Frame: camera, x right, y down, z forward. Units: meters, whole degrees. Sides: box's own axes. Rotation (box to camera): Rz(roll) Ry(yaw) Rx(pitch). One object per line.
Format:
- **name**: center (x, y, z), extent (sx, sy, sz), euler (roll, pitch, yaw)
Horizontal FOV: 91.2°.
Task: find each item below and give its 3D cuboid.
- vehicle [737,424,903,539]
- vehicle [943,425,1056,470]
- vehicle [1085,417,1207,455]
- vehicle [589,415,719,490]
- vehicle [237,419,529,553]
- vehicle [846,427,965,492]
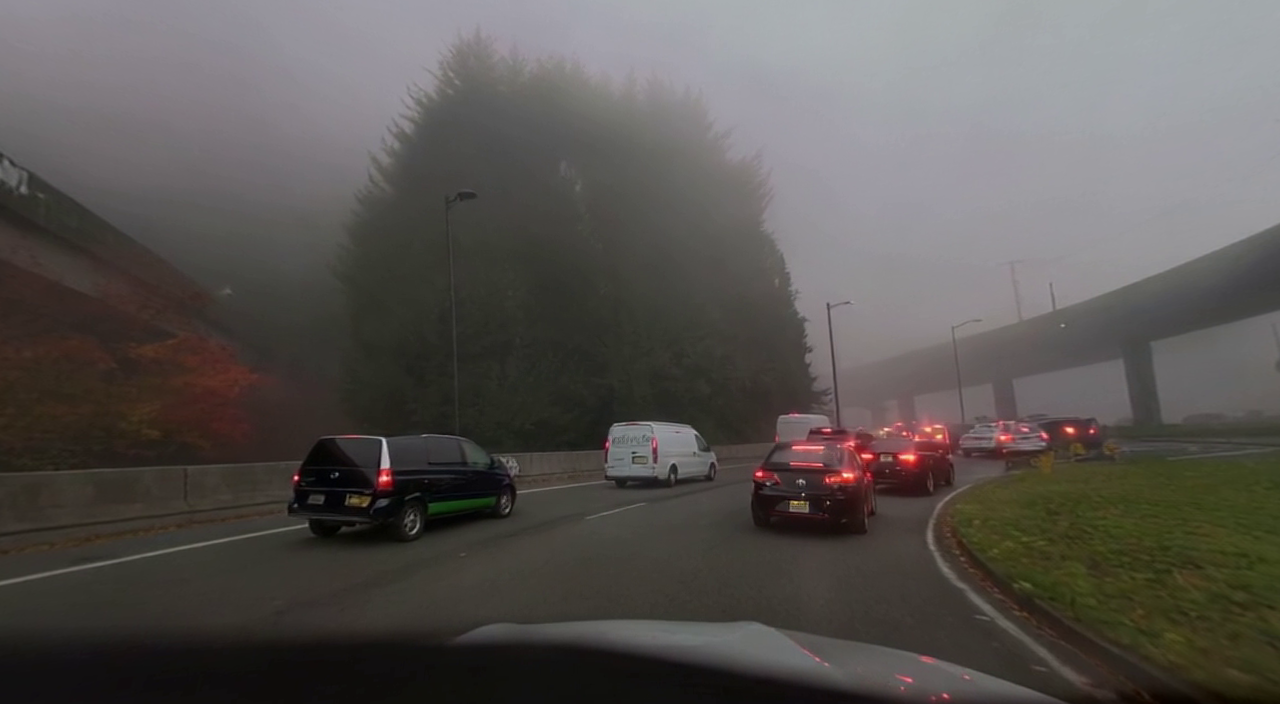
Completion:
- **vehicle**: center (3.153, 2.048, 10.457), extent (2.064, 1.515, 3.722), euler (-4, -10, 24)
- **vehicle**: center (12.809, 3.393, 22.296), extent (3.902, 1.446, 1.780), euler (5, -11, -33)
- **vehicle**: center (20.752, 3.459, 25.738), extent (3.934, 1.485, 1.763), euler (2, -9, -14)
- **vehicle**: center (0.510, 2.830, 17.733), extent (1.835, 1.825, 4.005), euler (-6, -11, 32)
- **vehicle**: center (-3.544, 1.923, 9.638), extent (1.921, 1.554, 4.081), euler (-3, -9, 17)
- **vehicle**: center (7.366, 2.908, 17.166), extent (1.830, 1.519, 4.253), euler (-7, -11, 38)
